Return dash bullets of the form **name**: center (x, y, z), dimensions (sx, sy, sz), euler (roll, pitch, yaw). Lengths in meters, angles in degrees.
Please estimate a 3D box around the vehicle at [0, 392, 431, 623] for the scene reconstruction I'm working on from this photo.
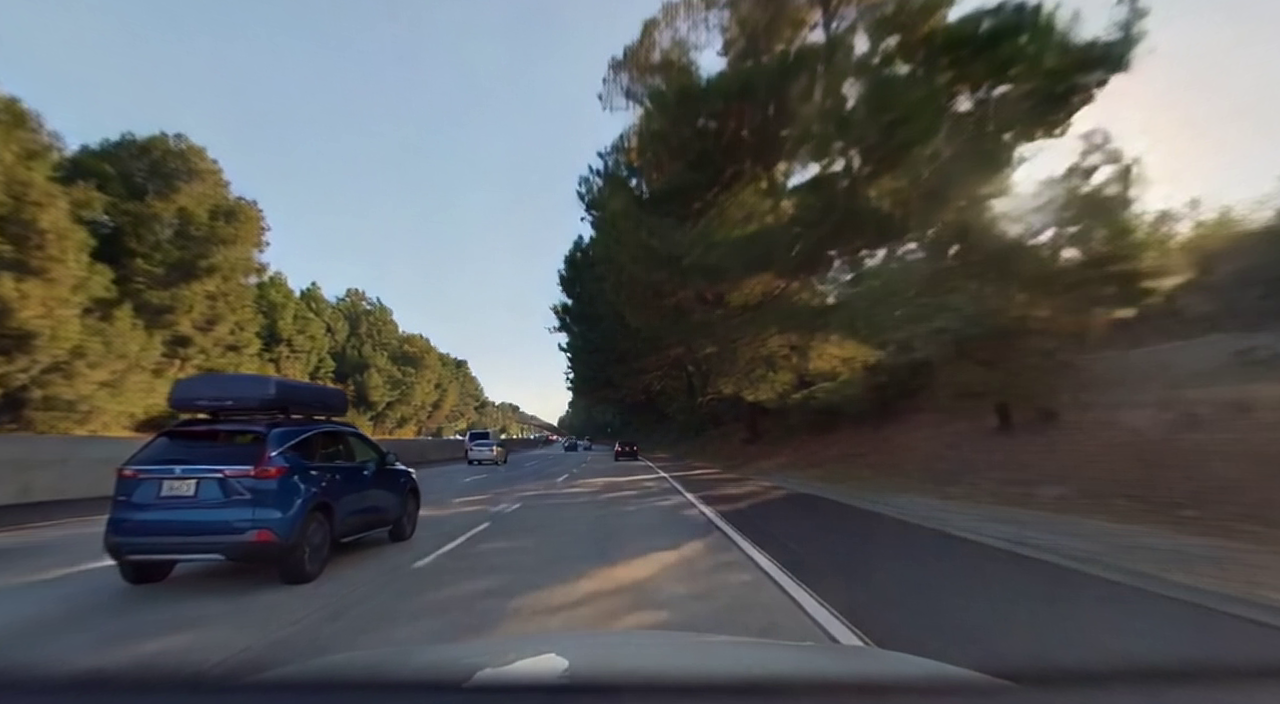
- **vehicle**: center (-4.185, 1.503, 7.205), dimensions (2.069, 1.748, 4.652), euler (0, -8, -1)

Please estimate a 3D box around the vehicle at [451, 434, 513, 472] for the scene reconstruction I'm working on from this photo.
- **vehicle**: center (-7.832, 5.006, 31.632), dimensions (1.964, 1.745, 4.338), euler (0, -8, 1)

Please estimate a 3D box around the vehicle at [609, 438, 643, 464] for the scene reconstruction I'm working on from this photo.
- **vehicle**: center (-0.894, 6.556, 42.043), dimensions (2.178, 1.658, 3.916), euler (0, -8, -1)
